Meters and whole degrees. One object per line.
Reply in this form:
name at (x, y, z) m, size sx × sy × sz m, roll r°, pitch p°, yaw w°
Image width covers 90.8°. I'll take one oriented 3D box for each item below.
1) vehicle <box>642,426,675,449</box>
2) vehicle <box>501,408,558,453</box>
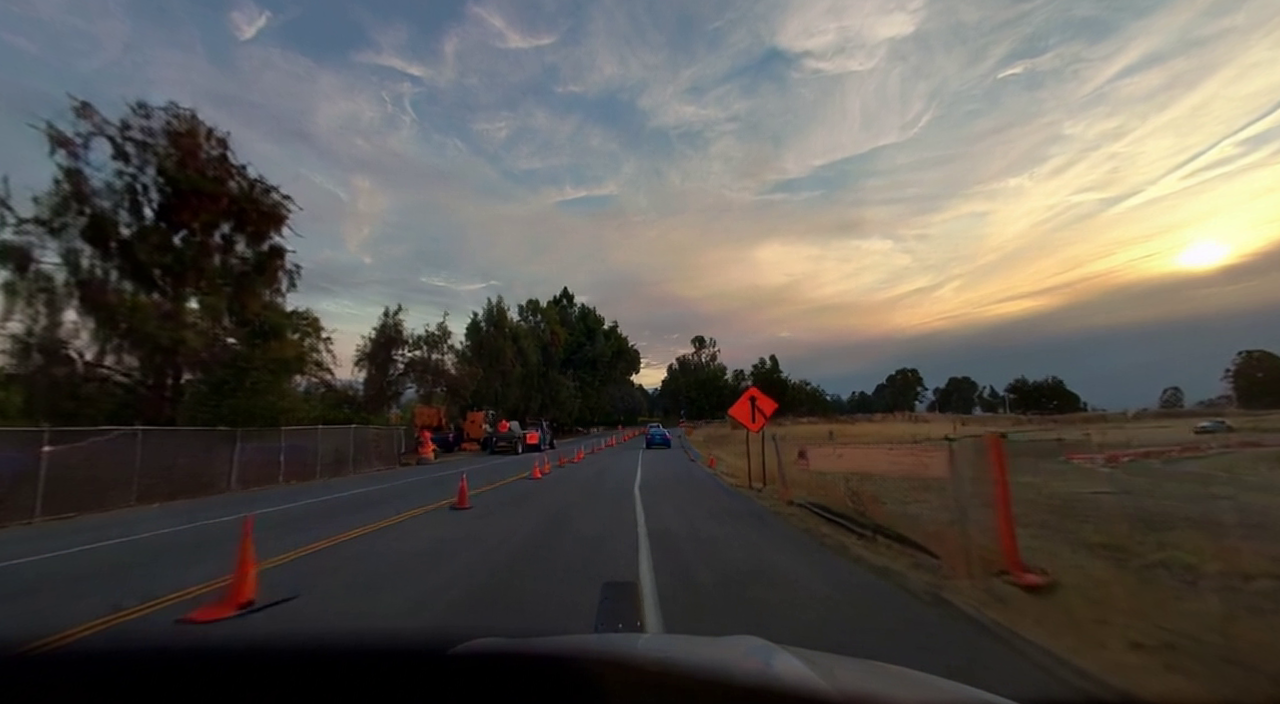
vehicle at (1.284, 5.971, 43.977) m, size 2.172 × 1.486 × 3.581 m, roll -1°, pitch -9°, yaw 2°
vehicle at (-7.005, 5.036, 40.285) m, size 3.064 × 2.710 × 2.385 m, roll -1°, pitch -9°, yaw 3°
